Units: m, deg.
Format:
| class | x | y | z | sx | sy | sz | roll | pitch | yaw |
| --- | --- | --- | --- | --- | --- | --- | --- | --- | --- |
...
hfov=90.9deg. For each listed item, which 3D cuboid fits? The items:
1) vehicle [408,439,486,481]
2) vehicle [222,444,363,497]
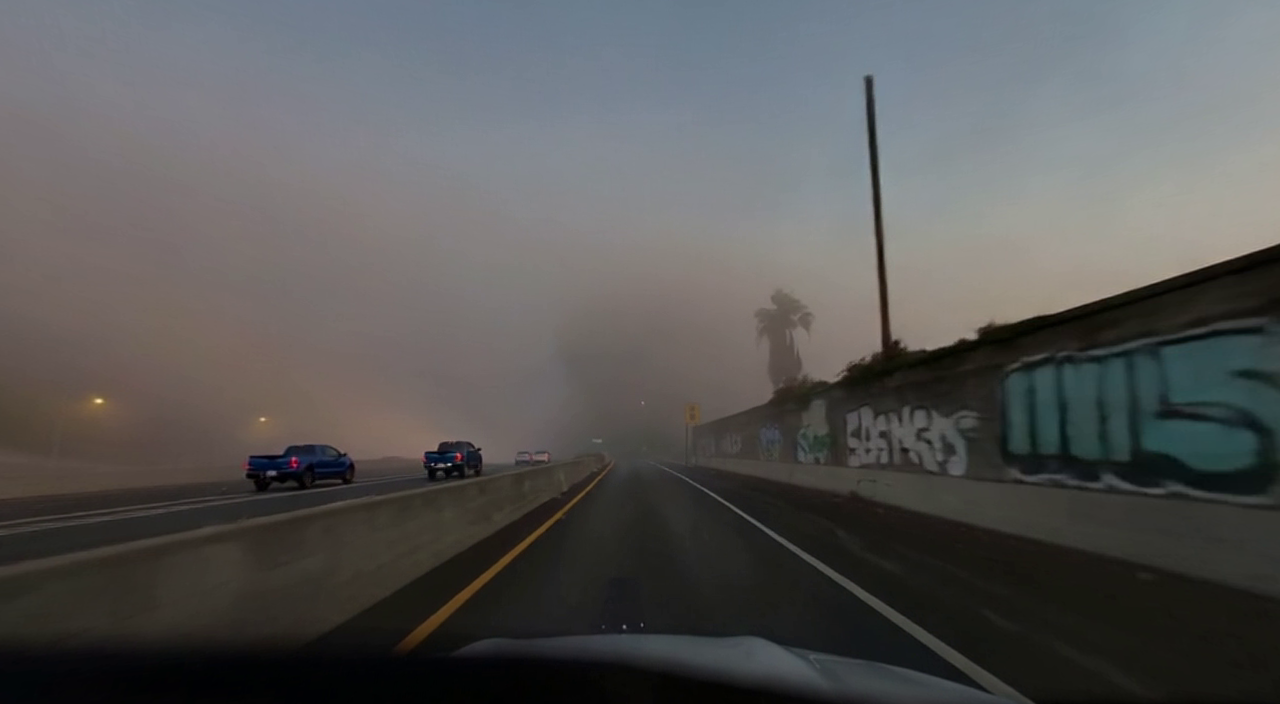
| class | x | y | z | sx | sy | sz | roll | pitch | yaw |
| --- | --- | --- | --- | --- | --- | --- | --- | --- | --- |
| vehicle | -10.057 | 5.682 | 33.471 | 2.342 | 1.999 | 5.594 | 0 | -9 | 0 |
| vehicle | -13.846 | 4.702 | 25.725 | 2.272 | 1.882 | 5.941 | 0 | -9 | 1 |
